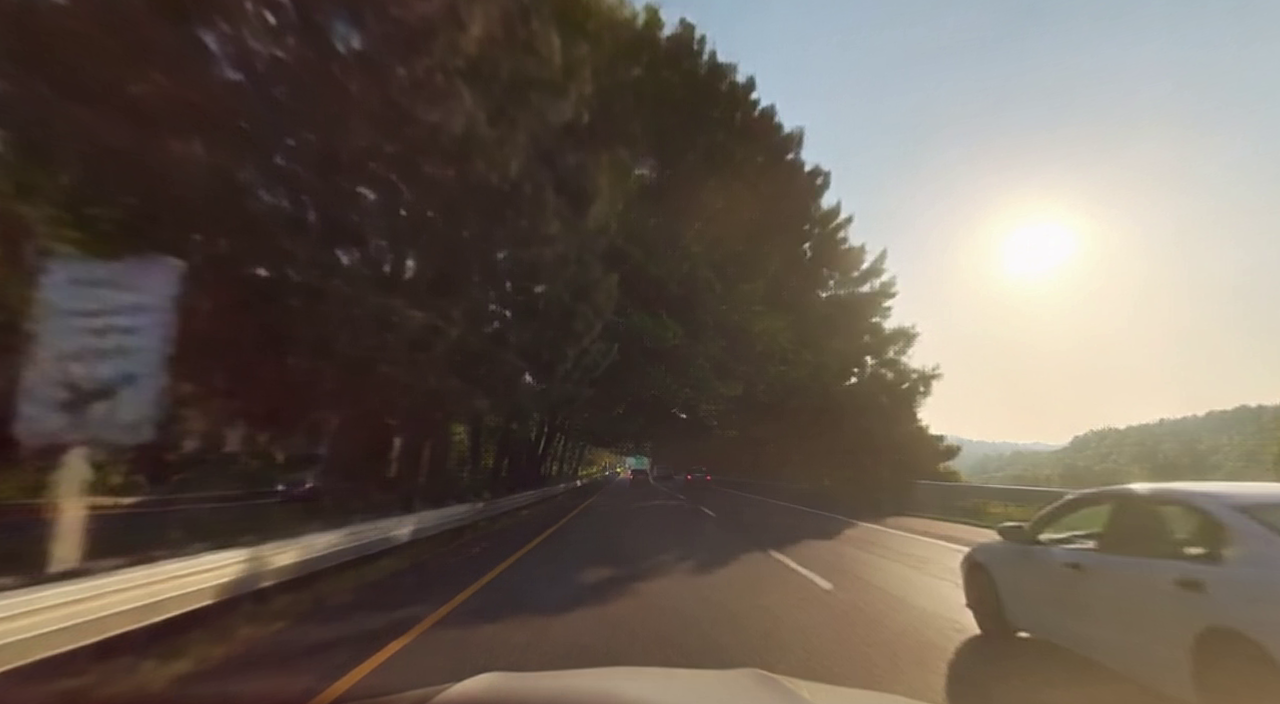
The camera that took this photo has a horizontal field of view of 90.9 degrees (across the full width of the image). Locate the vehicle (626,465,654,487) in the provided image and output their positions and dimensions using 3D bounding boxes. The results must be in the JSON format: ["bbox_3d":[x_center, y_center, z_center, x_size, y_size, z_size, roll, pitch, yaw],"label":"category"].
[{"bbox_3d":[-0.019,9.230,46.947,1.980,1.483,3.865,1,-11,-1],"label":"vehicle"}]

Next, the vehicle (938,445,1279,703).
[{"bbox_3d":[3.967,1.303,3.642,2.018,1.426,4.941,1,-11,-1],"label":"vehicle"}]

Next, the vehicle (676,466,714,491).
[{"bbox_3d":[3.467,8.100,40.499,1.976,1.467,3.783,1,-11,-2],"label":"vehicle"}]

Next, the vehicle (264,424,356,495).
[{"bbox_3d":[-20.330,6.760,39.283,2.995,4.002,5.843,2,-11,-9],"label":"vehicle"}]
